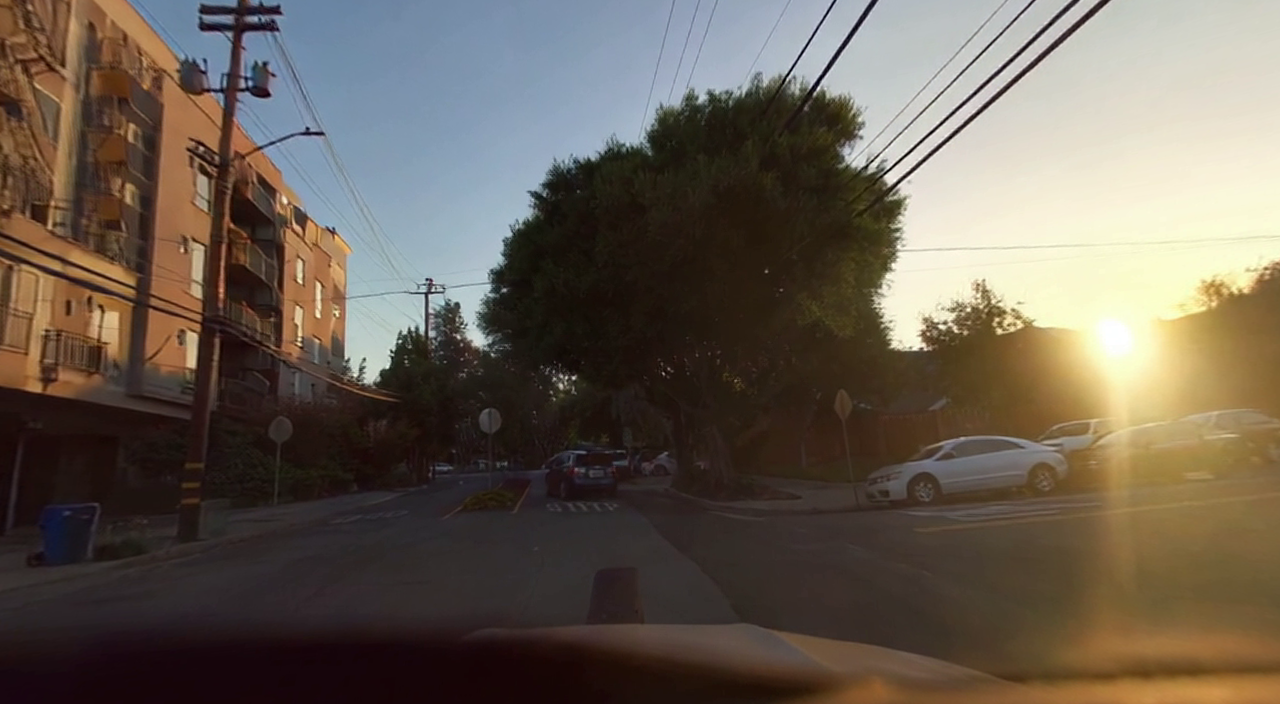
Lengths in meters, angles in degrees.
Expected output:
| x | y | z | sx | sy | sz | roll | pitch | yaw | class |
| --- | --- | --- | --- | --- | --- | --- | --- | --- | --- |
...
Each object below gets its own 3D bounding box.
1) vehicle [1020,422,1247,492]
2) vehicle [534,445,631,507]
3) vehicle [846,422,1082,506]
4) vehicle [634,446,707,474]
| x | y | z | sx | sy | sz | roll | pitch | yaw | class |
| --- | --- | --- | --- | --- | --- | --- | --- | --- | --- |
| 13.114 | 2.807 | 16.911 | 4.830 | 1.490 | 1.878 | -1 | -11 | -11 | vehicle |
| -2.157 | 4.245 | 22.257 | 2.155 | 1.872 | 4.790 | 3 | -9 | -21 | vehicle |
| 8.001 | 2.822 | 15.845 | 4.877 | 1.755 | 1.918 | -1 | -13 | -10 | vehicle |
| 1.974 | 7.085 | 41.549 | 4.424 | 1.645 | 1.820 | 1 | -9 | -12 | vehicle |
